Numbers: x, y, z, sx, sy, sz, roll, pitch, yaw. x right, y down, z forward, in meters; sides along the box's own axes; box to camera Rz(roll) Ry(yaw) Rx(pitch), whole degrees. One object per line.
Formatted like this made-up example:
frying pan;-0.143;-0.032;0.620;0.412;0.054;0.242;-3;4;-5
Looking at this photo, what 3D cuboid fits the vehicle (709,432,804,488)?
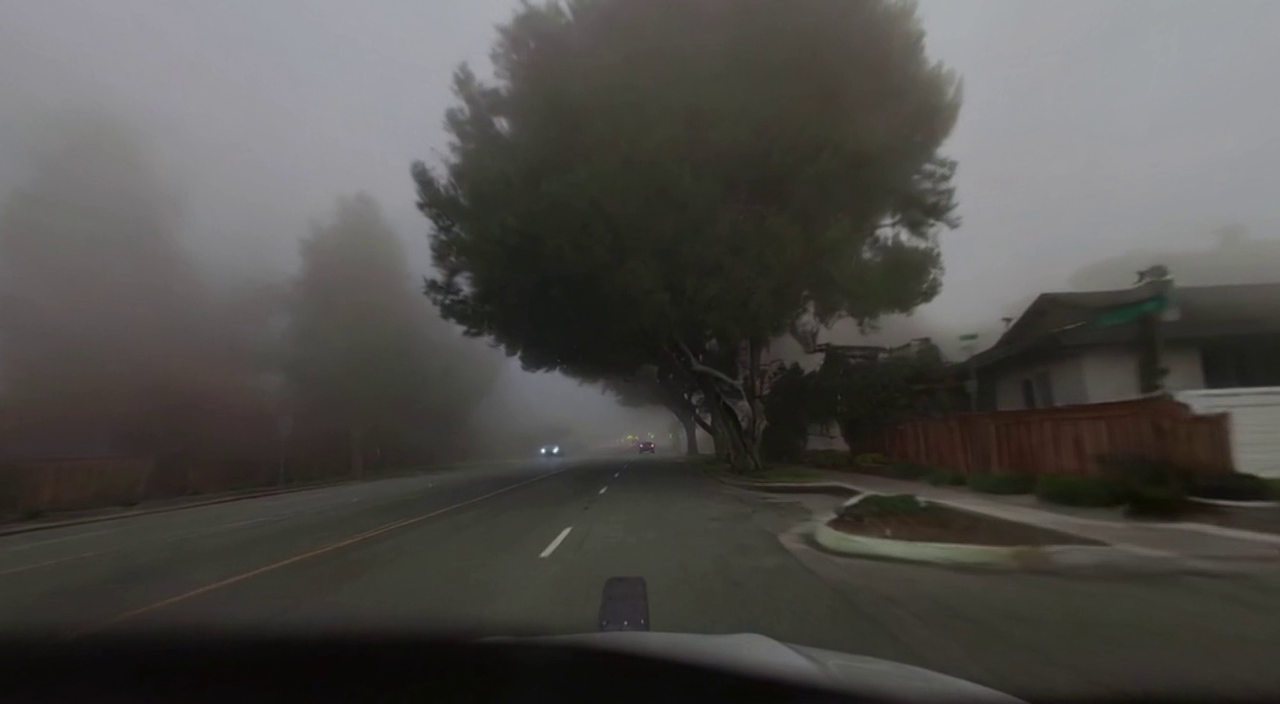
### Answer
vehicle;3.423;3.274;19.523;2.011;1.507;4.769;0;-8;0
